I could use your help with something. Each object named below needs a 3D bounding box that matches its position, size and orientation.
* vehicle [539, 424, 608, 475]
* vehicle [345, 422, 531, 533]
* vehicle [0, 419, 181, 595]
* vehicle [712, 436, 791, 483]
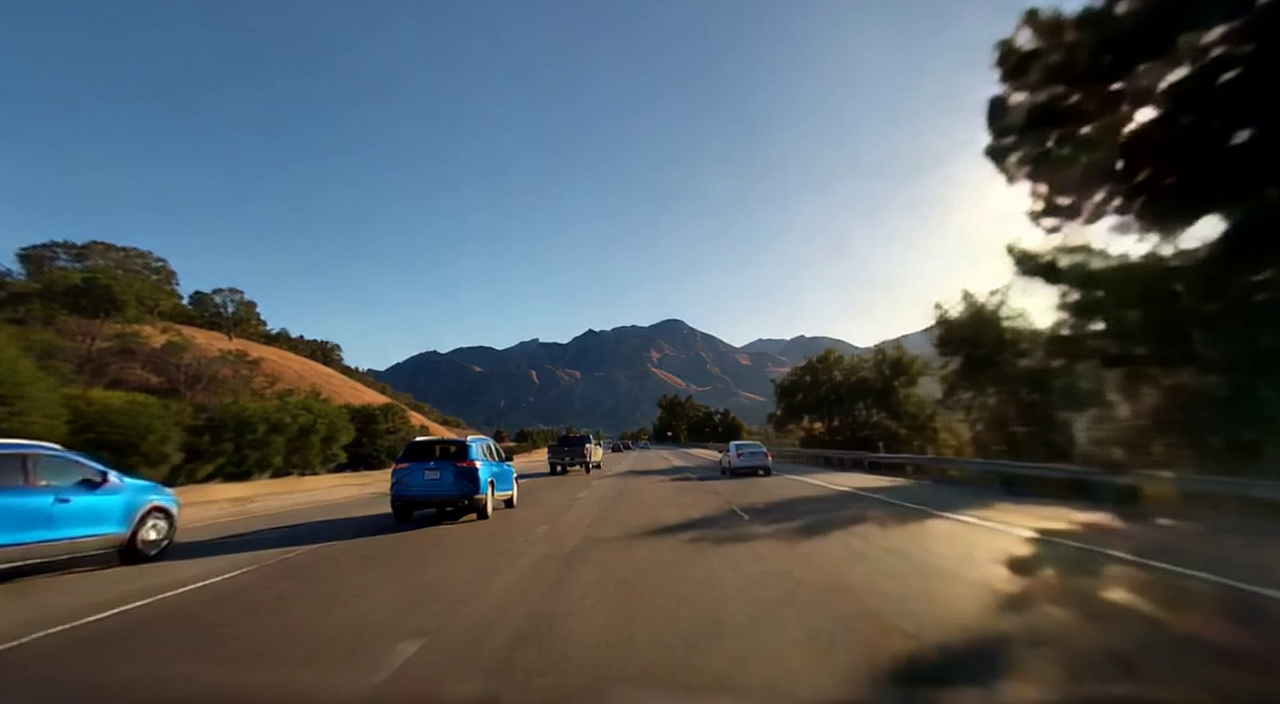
[{"bbox_3d":[-3.005,4.575,29.794,2.494,2.136,5.539,0,-8,2],"label":"vehicle"},{"bbox_3d":[-3.535,2.254,12.009,2.080,1.716,4.207,0,-8,1],"label":"vehicle"},{"bbox_3d":[-7.045,1.440,5.807,2.084,1.639,4.648,0,-8,0],"label":"vehicle"},{"bbox_3d":[4.067,3.995,23.790,2.071,1.570,4.637,0,-8,-1],"label":"vehicle"}]
